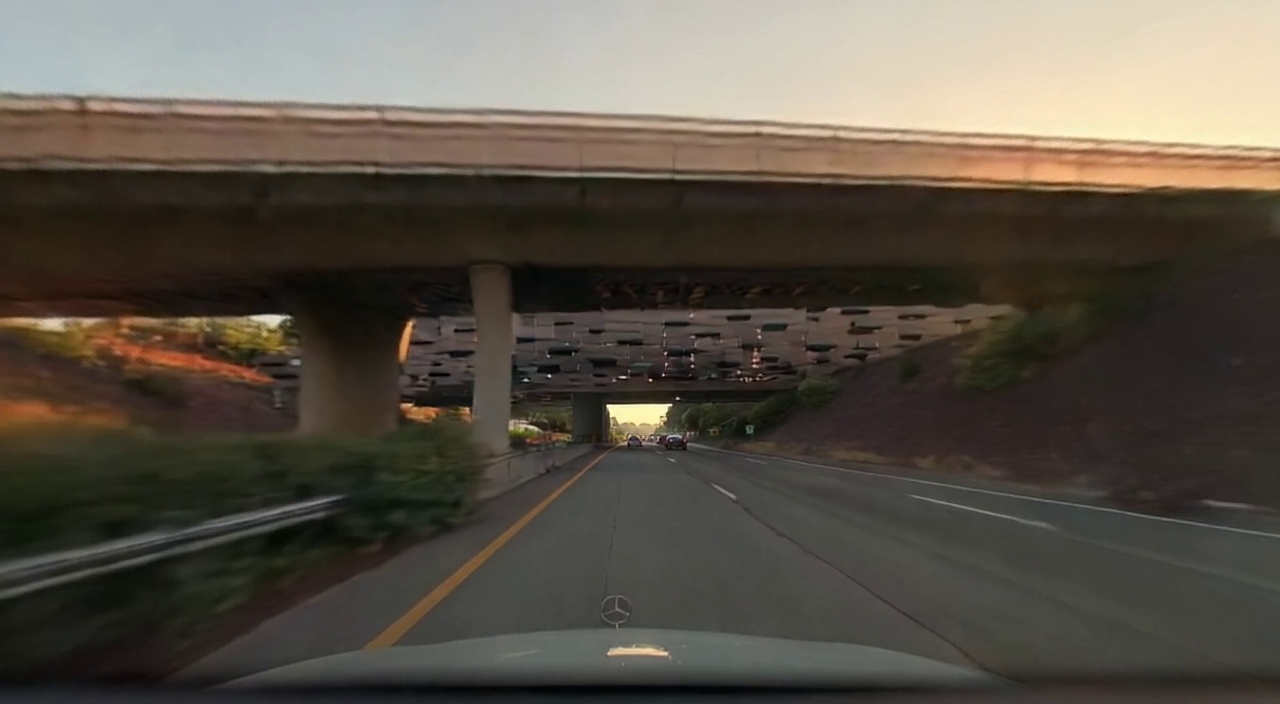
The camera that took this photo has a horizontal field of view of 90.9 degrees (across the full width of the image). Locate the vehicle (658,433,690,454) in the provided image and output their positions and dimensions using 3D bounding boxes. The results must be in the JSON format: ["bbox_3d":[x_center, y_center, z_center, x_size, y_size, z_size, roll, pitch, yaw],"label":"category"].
[{"bbox_3d":[2.428,6.679,46.171,1.981,1.490,3.449,0,-8,-3],"label":"vehicle"}]
